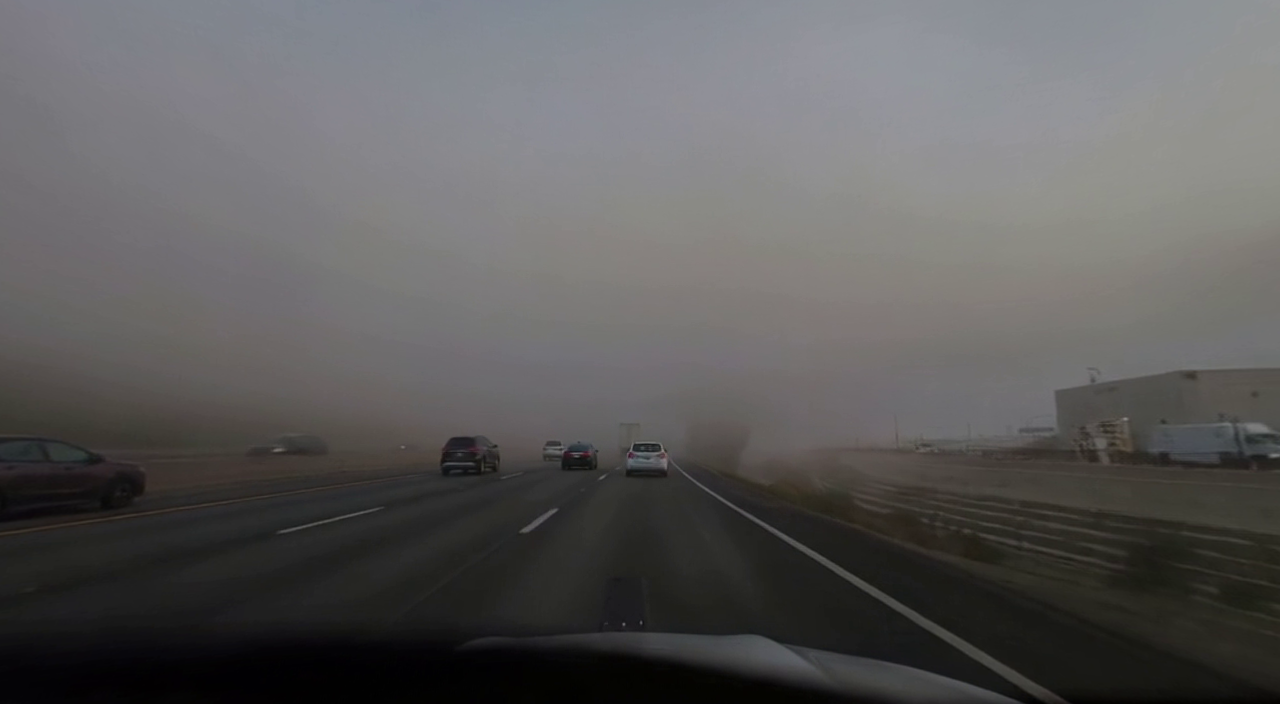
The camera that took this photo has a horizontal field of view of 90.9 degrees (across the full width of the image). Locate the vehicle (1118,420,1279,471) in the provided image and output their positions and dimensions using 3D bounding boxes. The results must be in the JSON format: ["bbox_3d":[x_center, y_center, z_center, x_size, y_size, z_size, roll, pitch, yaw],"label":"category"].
[{"bbox_3d":[35.225,5.838,39.670,2.768,2.798,9.669,0,-8,0],"label":"vehicle"}]

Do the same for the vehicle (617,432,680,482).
[{"bbox_3d":[0.289,3.860,23.480,2.136,1.678,4.052,0,-8,1],"label":"vehicle"}]

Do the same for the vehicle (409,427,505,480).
[{"bbox_3d":[-6.773,3.818,23.938,2.105,1.790,4.689,0,-8,2],"label":"vehicle"}]

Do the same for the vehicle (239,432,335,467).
[{"bbox_3d":[-16.944,4.705,30.569,1.900,1.540,4.670,0,-8,1],"label":"vehicle"}]

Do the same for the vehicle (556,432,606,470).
[{"bbox_3d":[-3.074,5.244,33.598,2.108,1.832,4.549,0,-8,2],"label":"vehicle"}]

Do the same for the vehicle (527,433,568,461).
[{"bbox_3d":[-6.704,6.974,46.406,2.085,1.932,4.967,0,-8,2],"label":"vehicle"}]

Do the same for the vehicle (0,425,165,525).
[{"bbox_3d":[-10.667,1.974,10.250,1.910,1.501,5.004,0,-8,1],"label":"vehicle"}]
